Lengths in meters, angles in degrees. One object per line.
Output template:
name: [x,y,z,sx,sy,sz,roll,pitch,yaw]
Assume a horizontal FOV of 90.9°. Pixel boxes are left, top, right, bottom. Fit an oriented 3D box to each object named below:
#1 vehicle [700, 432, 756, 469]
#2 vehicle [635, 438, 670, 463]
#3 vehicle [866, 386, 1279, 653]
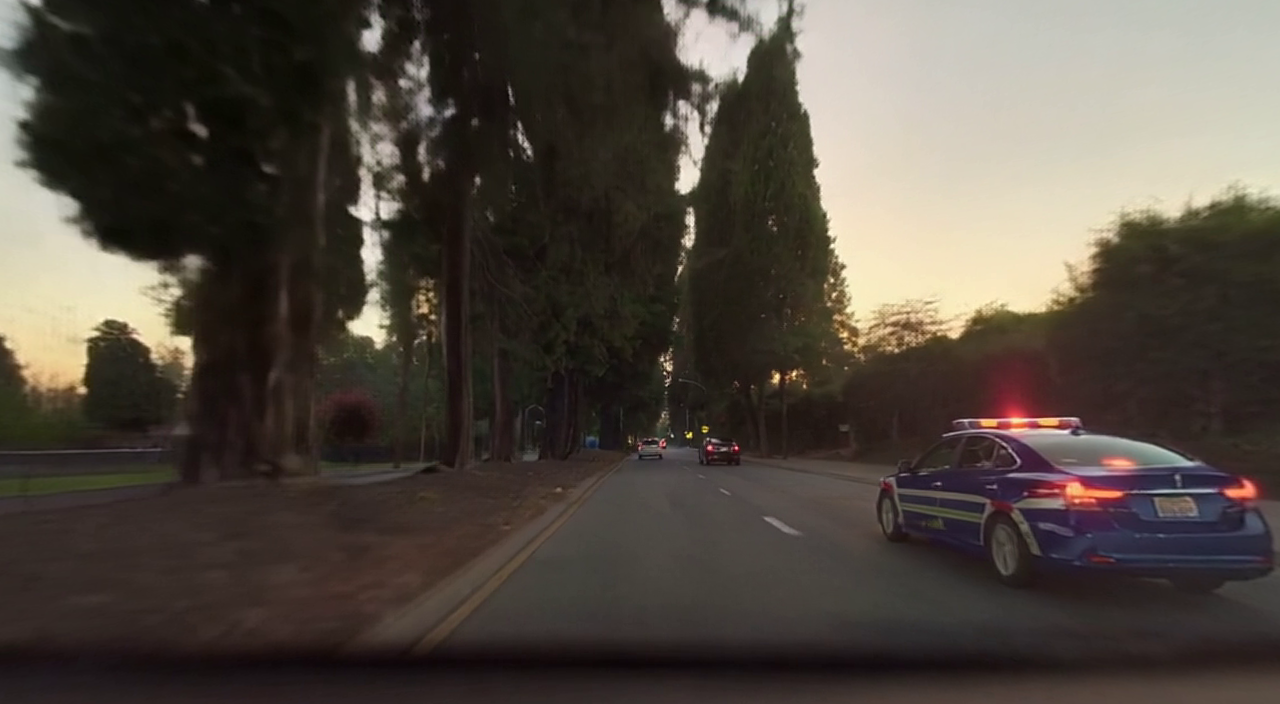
vehicle: [4.302,4.887,31.395,2.110,1.666,3.912,0,-8,-1]
vehicle: [0.730,6.060,38.970,2.026,1.466,4.282,0,-8,0]
vehicle: [3.980,1.329,6.032,2.052,1.639,4.123,0,-8,0]
